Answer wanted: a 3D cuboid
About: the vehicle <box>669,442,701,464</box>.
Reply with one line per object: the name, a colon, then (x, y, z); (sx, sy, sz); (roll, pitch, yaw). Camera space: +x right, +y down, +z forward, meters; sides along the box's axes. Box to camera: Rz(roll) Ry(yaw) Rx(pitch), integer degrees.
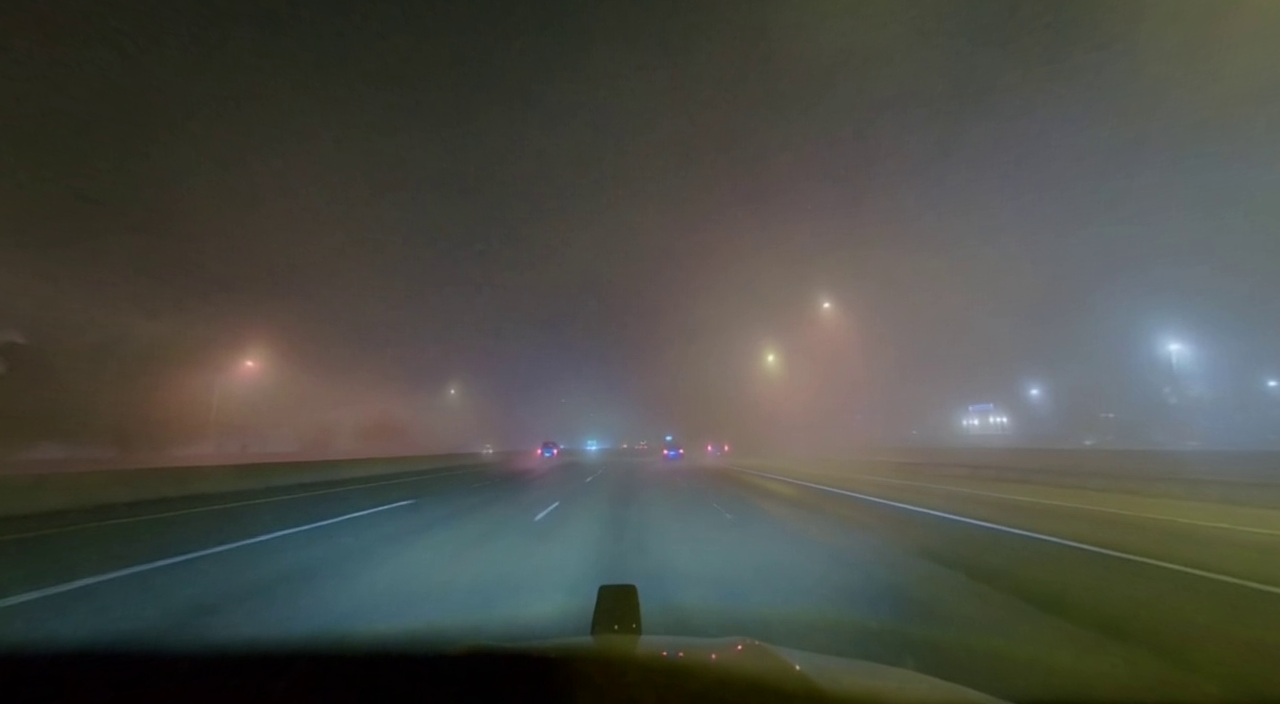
vehicle: (3.223, 7.366, 46.067); (2.000, 1.533, 3.770); (0, -8, -1)
